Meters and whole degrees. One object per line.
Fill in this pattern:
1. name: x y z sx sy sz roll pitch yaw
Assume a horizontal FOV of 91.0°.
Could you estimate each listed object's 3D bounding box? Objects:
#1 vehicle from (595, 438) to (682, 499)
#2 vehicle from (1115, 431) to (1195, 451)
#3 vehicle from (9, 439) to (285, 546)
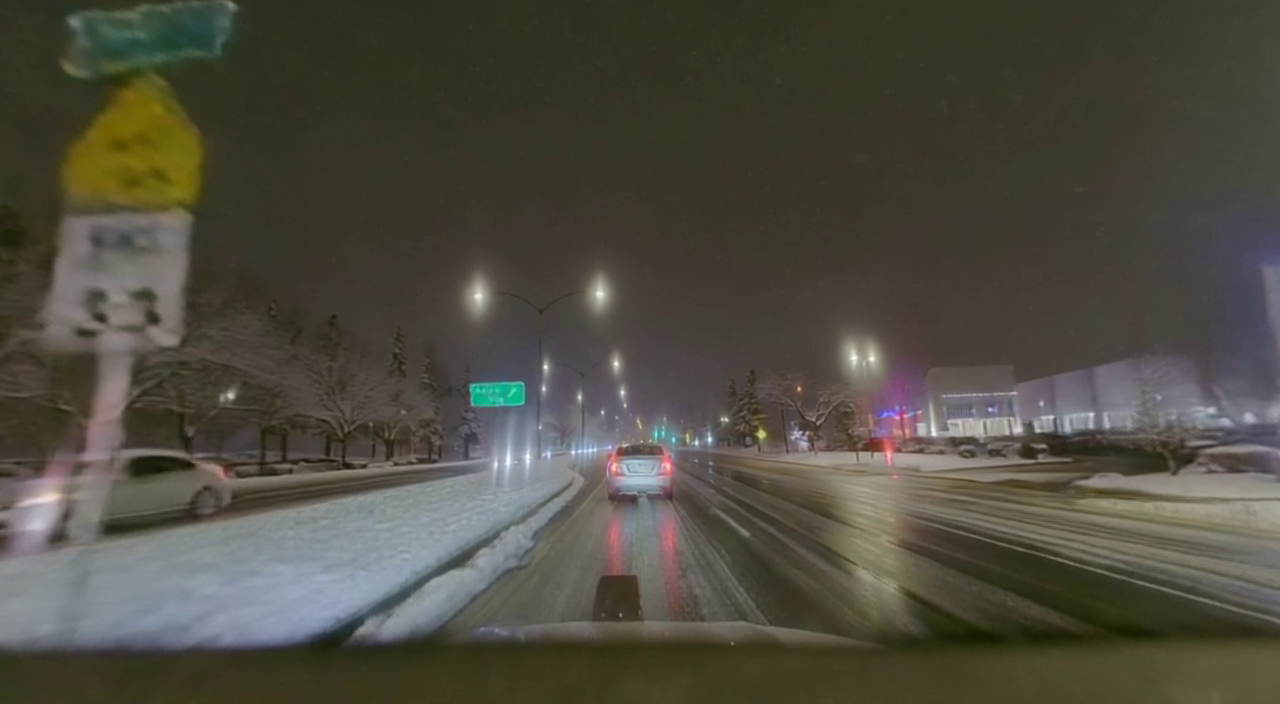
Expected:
1. vehicle: -0.077 3.146 17.417 2.126 1.475 3.967 0 -8 -1
2. vehicle: 39.249 6.797 48.059 4.345 1.463 1.933 0 -8 2
3. vehicle: -9.048 2.526 12.165 1.903 1.476 4.395 -6 -8 -1
